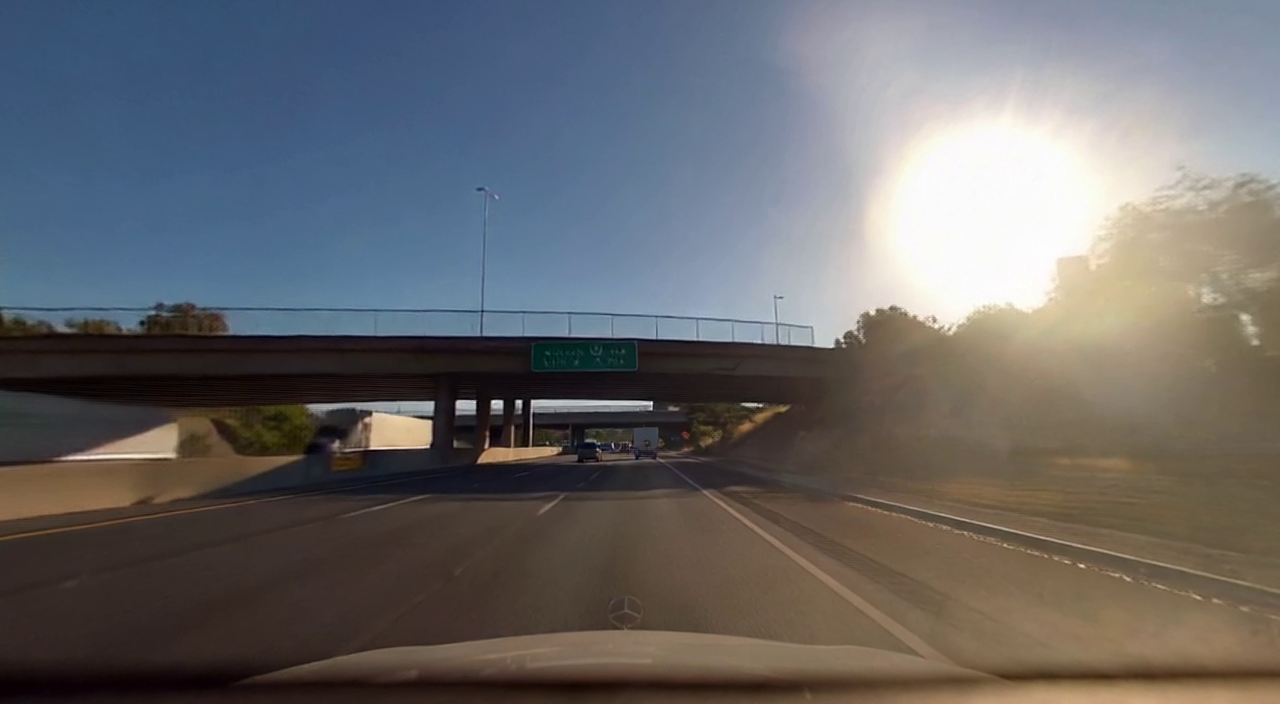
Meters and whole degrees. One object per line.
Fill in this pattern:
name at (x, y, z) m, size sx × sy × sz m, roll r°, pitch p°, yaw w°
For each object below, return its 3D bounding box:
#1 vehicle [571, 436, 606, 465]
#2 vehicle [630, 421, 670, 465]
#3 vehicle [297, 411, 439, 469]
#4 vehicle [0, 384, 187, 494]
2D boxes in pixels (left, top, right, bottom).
vehicle at (-3.942, 7.683, 49.087) m, size 2.233 × 2.093 × 5.565 m, roll 0°, pitch -9°, yaw 0°
vehicle at (0.644, 6.947, 48.021) m, size 2.790 × 3.075 × 7.414 m, roll 0°, pitch -9°, yaw -1°
vehicle at (-19.942, 6.894, 48.475) m, size 3.423 × 3.678 × 16.963 m, roll 0°, pitch -9°, yaw 0°
vehicle at (-24.108, 3.364, 24.005) m, size 2.985 × 3.835 × 14.395 m, roll 0°, pitch -9°, yaw 0°
